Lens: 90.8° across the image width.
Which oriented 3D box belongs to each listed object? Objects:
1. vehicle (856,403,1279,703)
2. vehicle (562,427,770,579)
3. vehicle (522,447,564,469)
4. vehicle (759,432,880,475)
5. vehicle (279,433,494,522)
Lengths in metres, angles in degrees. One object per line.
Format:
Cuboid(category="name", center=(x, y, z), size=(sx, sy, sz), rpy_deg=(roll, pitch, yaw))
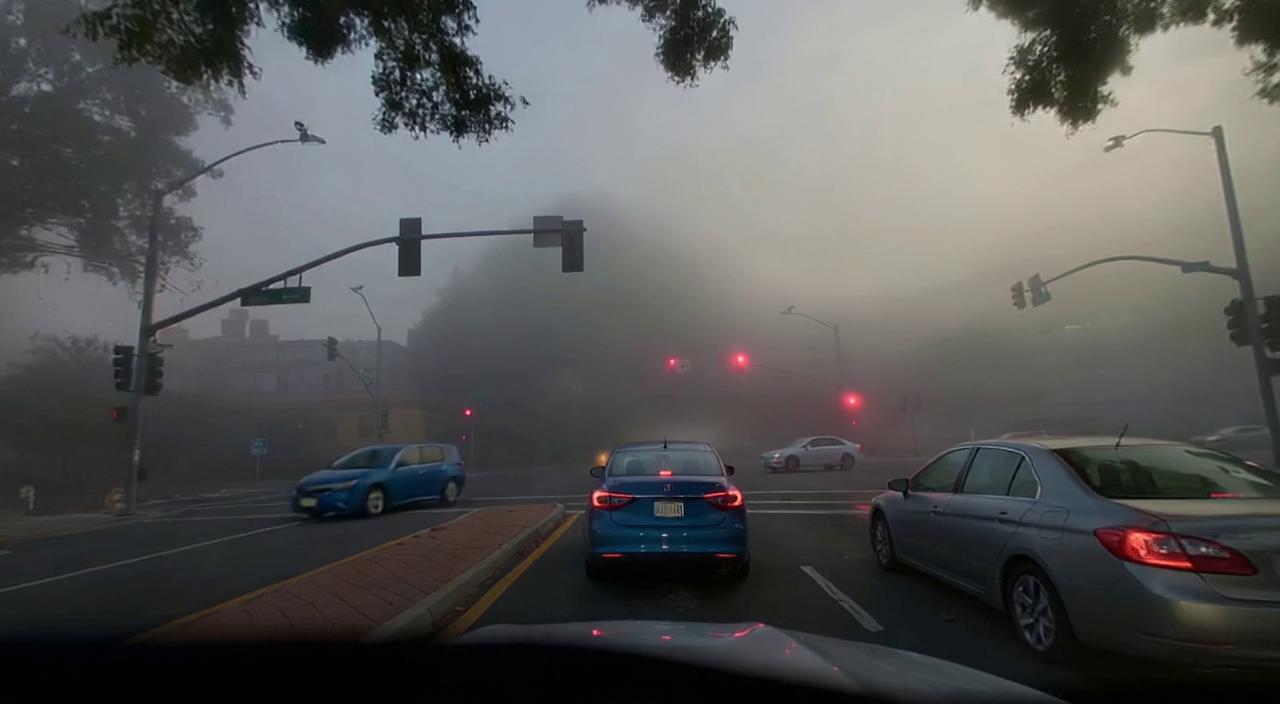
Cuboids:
Cuboid(category="vehicle", center=(3.664, 1.343, 5.445), size=(1.888, 1.486, 4.681), rpy_deg=(0, -9, -1))
Cuboid(category="vehicle", center=(0.304, 1.818, 8.333), size=(2.090, 1.505, 3.756), rpy_deg=(-1, -9, 1))
Cuboid(category="vehicle", center=(-6.904, 7.582, 45.318), size=(2.093, 1.476, 4.278), rpy_deg=(-1, -9, 4))
Cuboid(category="vehicle", center=(8.007, 4.498, 28.282), size=(4.789, 1.799, 1.988), rpy_deg=(2, -9, -17))
Cuboid(category="vehicle", center=(-5.606, 2.806, 14.767), size=(1.996, 1.705, 4.577), rpy_deg=(-4, -9, 21))
